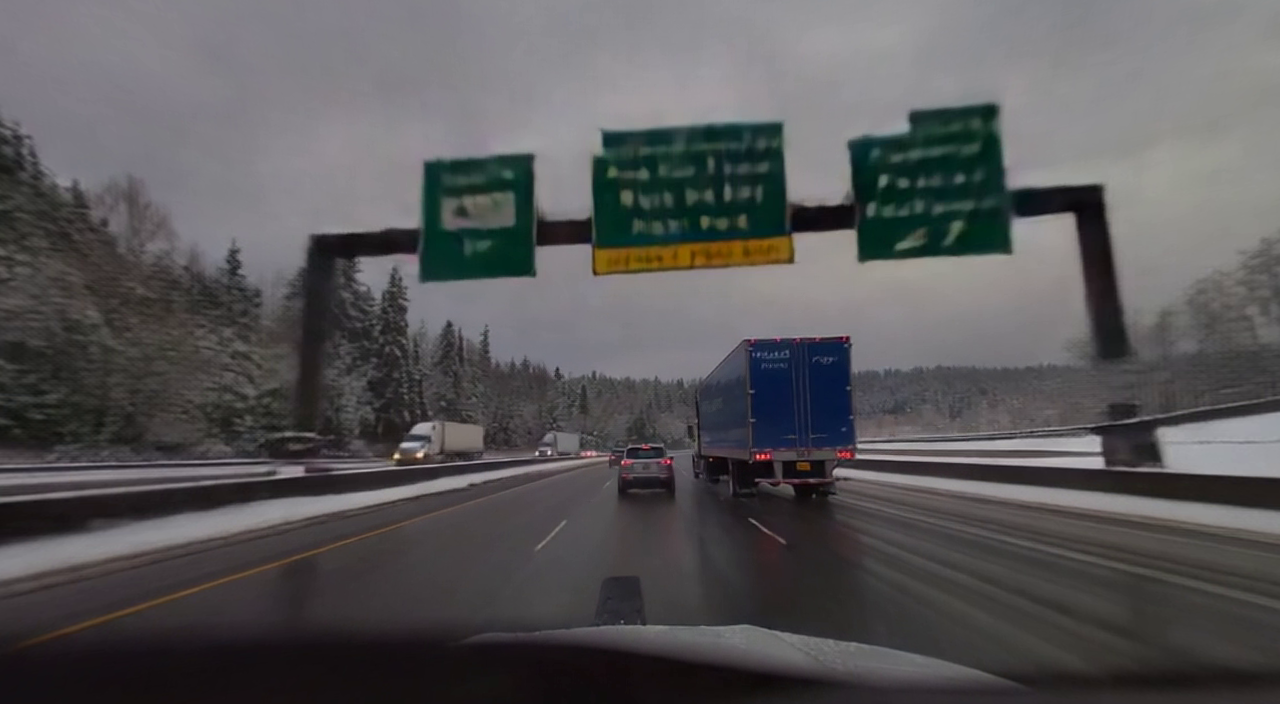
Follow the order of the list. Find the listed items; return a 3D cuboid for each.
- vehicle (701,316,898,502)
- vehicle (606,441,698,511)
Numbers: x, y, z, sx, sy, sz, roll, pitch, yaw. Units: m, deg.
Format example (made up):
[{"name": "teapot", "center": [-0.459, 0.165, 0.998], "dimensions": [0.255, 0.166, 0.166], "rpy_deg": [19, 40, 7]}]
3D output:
[{"name": "vehicle", "center": [4.053, 2.283, 20.465], "dimensions": [2.960, 4.018, 13.834], "rpy_deg": [0, -9, 1]}, {"name": "vehicle", "center": [0.253, 3.135, 16.367], "dimensions": [2.039, 1.532, 4.610], "rpy_deg": [0, -9, -1]}]
